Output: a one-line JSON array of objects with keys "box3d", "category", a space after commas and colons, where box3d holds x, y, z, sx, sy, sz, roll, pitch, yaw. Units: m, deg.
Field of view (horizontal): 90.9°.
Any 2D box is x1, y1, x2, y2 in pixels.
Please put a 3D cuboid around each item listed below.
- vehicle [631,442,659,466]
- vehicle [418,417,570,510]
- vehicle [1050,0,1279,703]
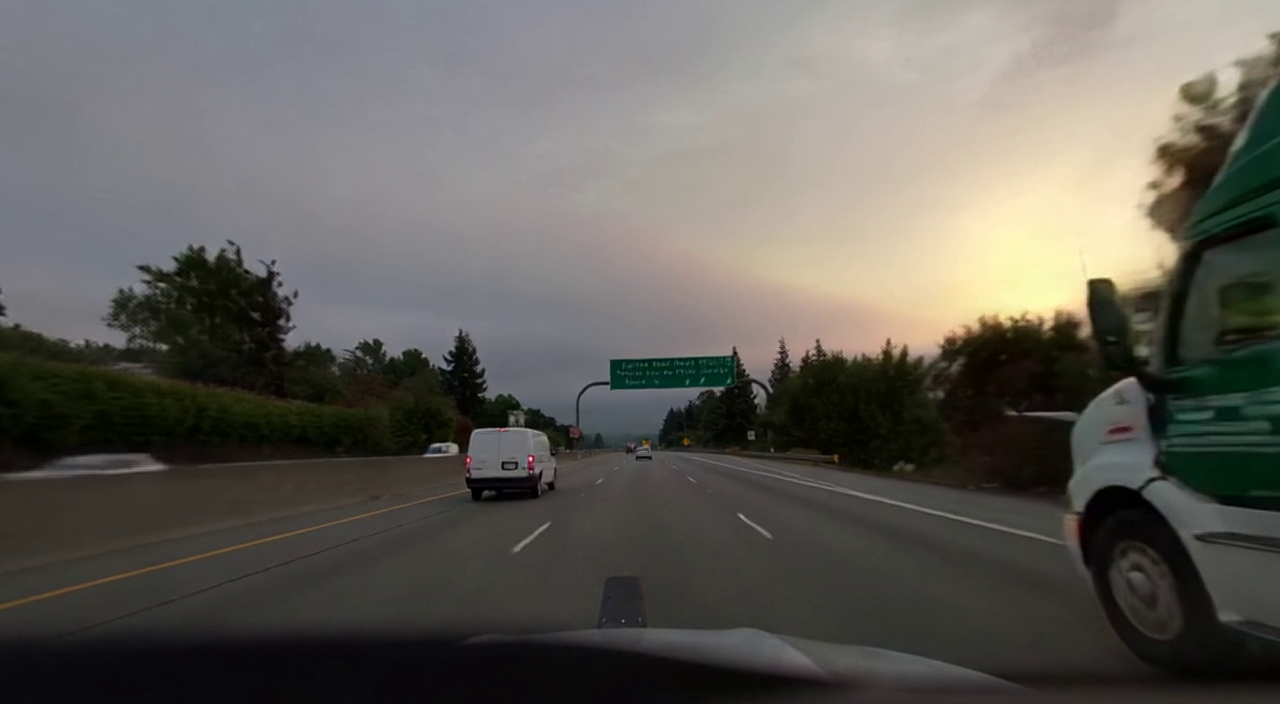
[{"box3d": [0.346, 7.658, 47.308, 2.067, 1.690, 3.901, 0, -9, 0], "category": "vehicle"}, {"box3d": [-3.403, 2.803, 16.251, 2.572, 1.927, 5.803, 0, -9, -1], "category": "vehicle"}, {"box3d": [4.150, -0.448, 0.321, 3.007, 3.949, 7.005, 0, -9, 0], "category": "vehicle"}]
